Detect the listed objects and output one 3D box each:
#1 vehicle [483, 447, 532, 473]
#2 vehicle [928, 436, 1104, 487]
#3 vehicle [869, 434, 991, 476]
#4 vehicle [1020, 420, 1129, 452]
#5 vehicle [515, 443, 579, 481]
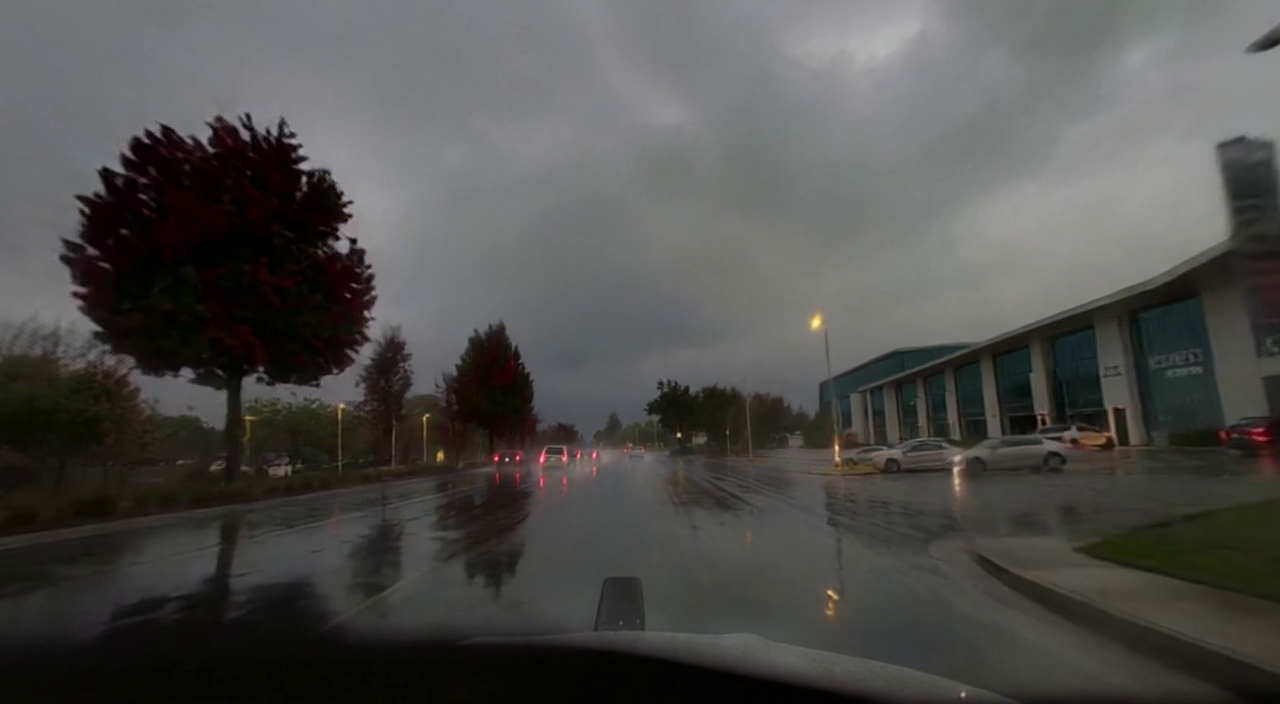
[{"bbox_3d":[-8.183,6.702,39.467,1.976,1.497,4.709,0,-9,1],"label":"vehicle"},{"bbox_3d":[13.044,3.810,22.166,4.790,1.439,2.034,-3,-9,1],"label":"vehicle"},{"bbox_3d":[12.712,4.562,27.915,4.313,1.596,2.028,-2,-9,-2],"label":"vehicle"},{"bbox_3d":[25.527,4.960,37.213,4.939,1.818,1.989,0,-9,-1],"label":"vehicle"},{"bbox_3d":[-3.949,4.765,27.640,2.011,1.483,4.596,0,-9,1],"label":"vehicle"}]
